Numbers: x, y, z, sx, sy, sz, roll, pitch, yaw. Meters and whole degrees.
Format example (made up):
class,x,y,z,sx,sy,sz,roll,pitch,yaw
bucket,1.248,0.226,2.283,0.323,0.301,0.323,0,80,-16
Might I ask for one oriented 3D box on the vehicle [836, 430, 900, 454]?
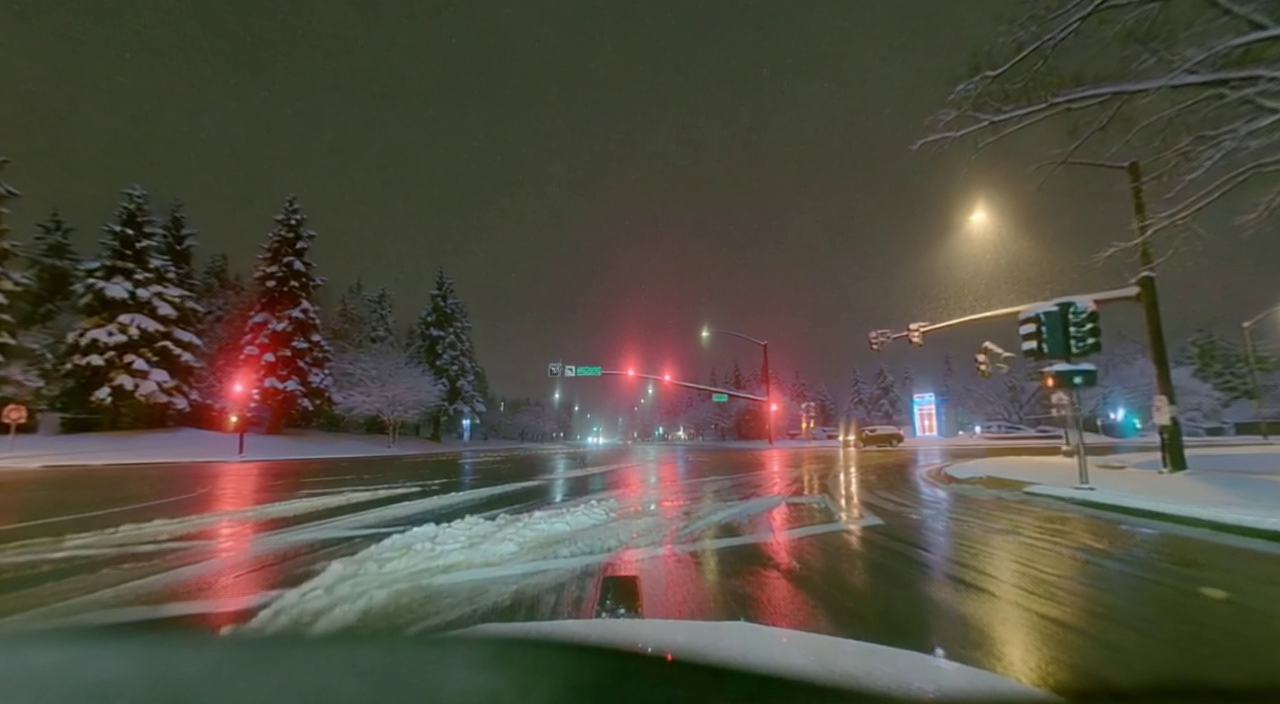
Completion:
class,x,y,z,sx,sy,sz,roll,pitch,yaw
vehicle,17.656,6.958,48.853,4.600,1.783,1.970,4,-9,-26
